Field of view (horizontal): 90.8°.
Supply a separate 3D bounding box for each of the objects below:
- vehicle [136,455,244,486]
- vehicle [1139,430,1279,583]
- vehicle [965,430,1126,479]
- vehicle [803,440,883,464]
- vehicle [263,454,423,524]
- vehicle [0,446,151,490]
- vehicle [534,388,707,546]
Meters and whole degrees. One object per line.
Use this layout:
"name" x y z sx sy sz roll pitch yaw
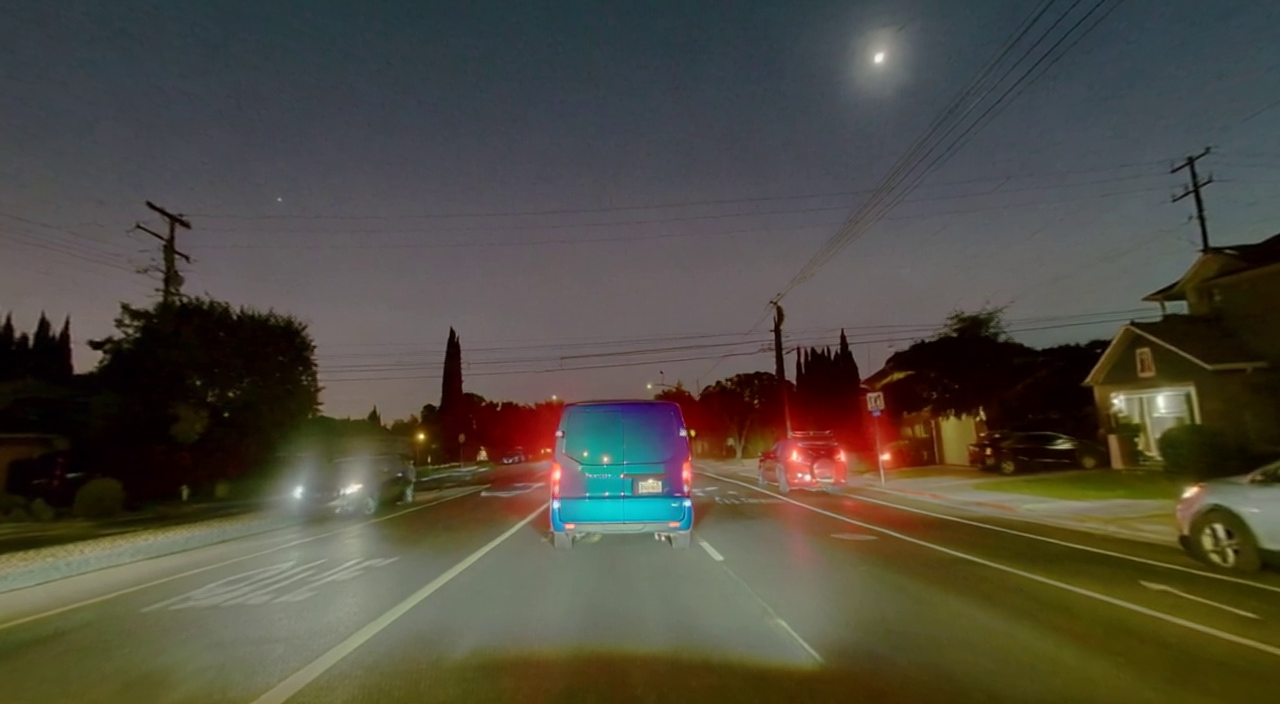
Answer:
"vehicle" -27.481 7.233 38.692 4.972 1.776 2.057 0 -9 -1
"vehicle" 7.336 1.465 5.833 1.883 1.504 4.220 0 -9 -2
"vehicle" 13.134 3.338 20.647 3.916 1.517 1.887 0 -9 -2
"vehicle" 13.100 6.451 40.914 4.483 1.463 1.805 0 -9 -1
"vehicle" -7.340 3.400 16.230 1.962 1.481 4.434 0 -9 0
"vehicle" -26.939 5.523 30.299 5.026 2.017 2.215 0 -9 -1
"vehicle" -0.353 1.925 11.089 2.342 2.142 4.809 0 -9 -2
